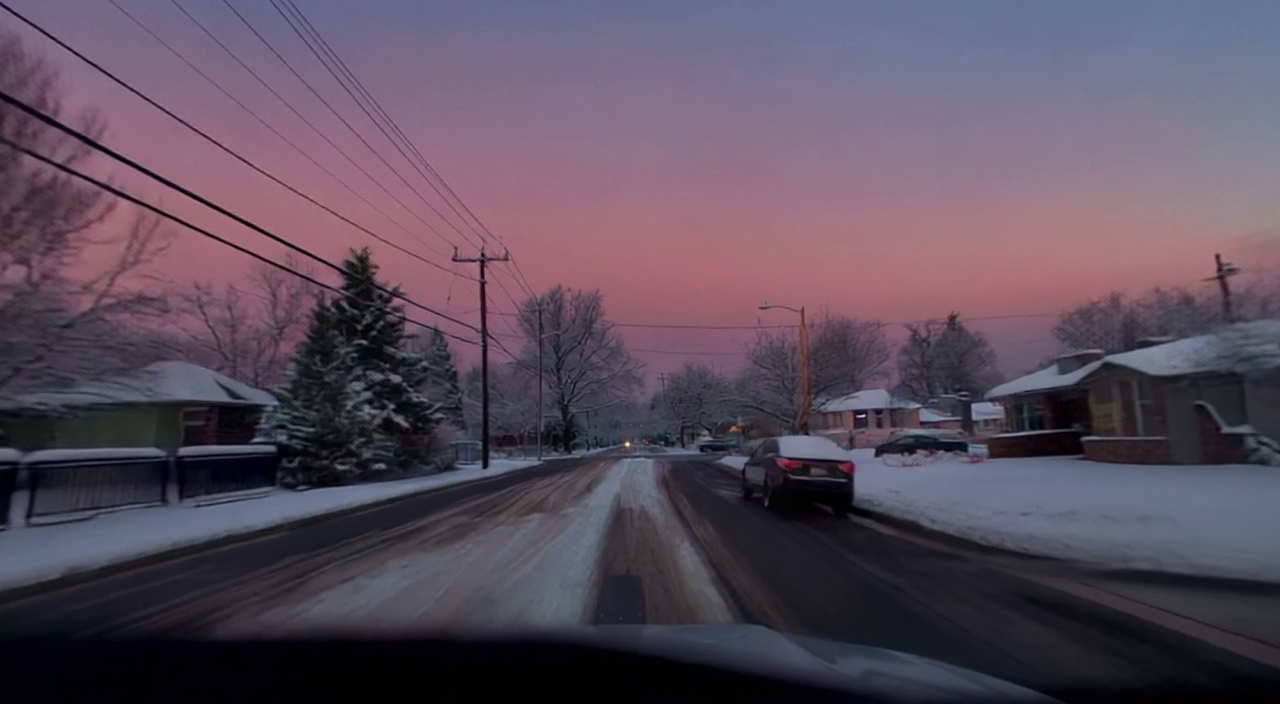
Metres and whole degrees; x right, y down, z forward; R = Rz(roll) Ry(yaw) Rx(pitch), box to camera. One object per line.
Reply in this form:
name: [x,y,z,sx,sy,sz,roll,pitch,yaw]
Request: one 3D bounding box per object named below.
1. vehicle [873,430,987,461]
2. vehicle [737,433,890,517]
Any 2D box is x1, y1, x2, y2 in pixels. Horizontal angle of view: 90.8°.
vehicle: [14.427,4.687,31.669,4.737,1.493,2.001,-1,-8,4]
vehicle: [3.547,2.601,13.943,2.012,1.531,4.557,0,-8,-1]
